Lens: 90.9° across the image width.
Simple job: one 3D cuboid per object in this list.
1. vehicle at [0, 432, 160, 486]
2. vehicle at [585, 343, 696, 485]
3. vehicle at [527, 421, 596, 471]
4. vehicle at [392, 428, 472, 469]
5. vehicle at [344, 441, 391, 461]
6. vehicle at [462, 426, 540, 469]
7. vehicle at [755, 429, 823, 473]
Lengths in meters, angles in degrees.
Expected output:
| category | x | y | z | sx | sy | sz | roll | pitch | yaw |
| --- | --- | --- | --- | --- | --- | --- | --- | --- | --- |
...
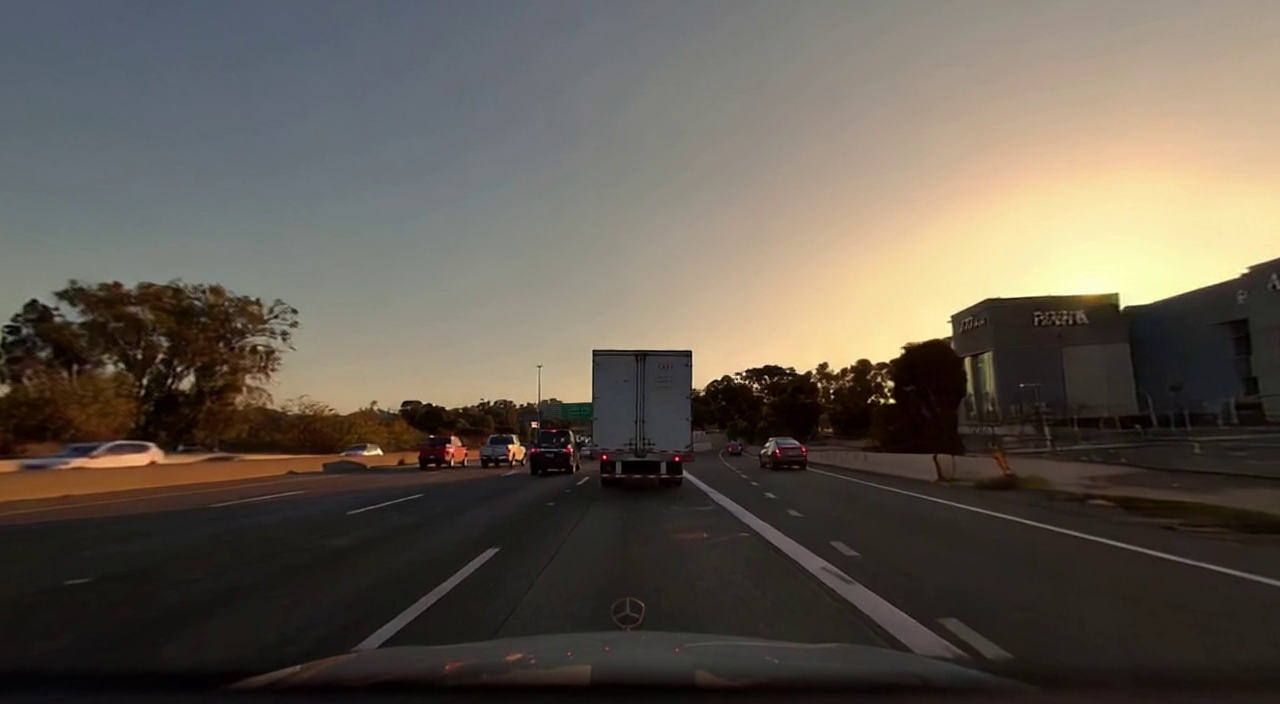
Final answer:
| category | x | y | z | sx | sy | sz | roll | pitch | yaw |
| --- | --- | --- | --- | --- | --- | --- | --- | --- | --- |
| vehicle | -17.609 | 3.286 | 19.607 | 1.944 | 1.488 | 4.297 | 0 | -9 | 0 |
| vehicle | -0.057 | 2.374 | 21.805 | 2.941 | 3.794 | 9.851 | 0 | -9 | -1 |
| vehicle | -3.530 | 4.424 | 29.694 | 2.379 | 2.075 | 6.169 | 0 | -9 | 0 |
| vehicle | -10.575 | 4.990 | 32.658 | 2.089 | 1.885 | 5.888 | 0 | -9 | 1 |
| vehicle | -21.162 | 7.718 | 49.131 | 1.775 | 1.450 | 4.104 | 0 | -9 | 1 |
| vehicle | -6.860 | 4.844 | 31.986 | 2.479 | 1.978 | 5.952 | 0 | -9 | 1 |
| vehicle | 6.670 | 4.504 | 28.774 | 2.137 | 1.796 | 4.817 | 0 | -9 | 3 |
